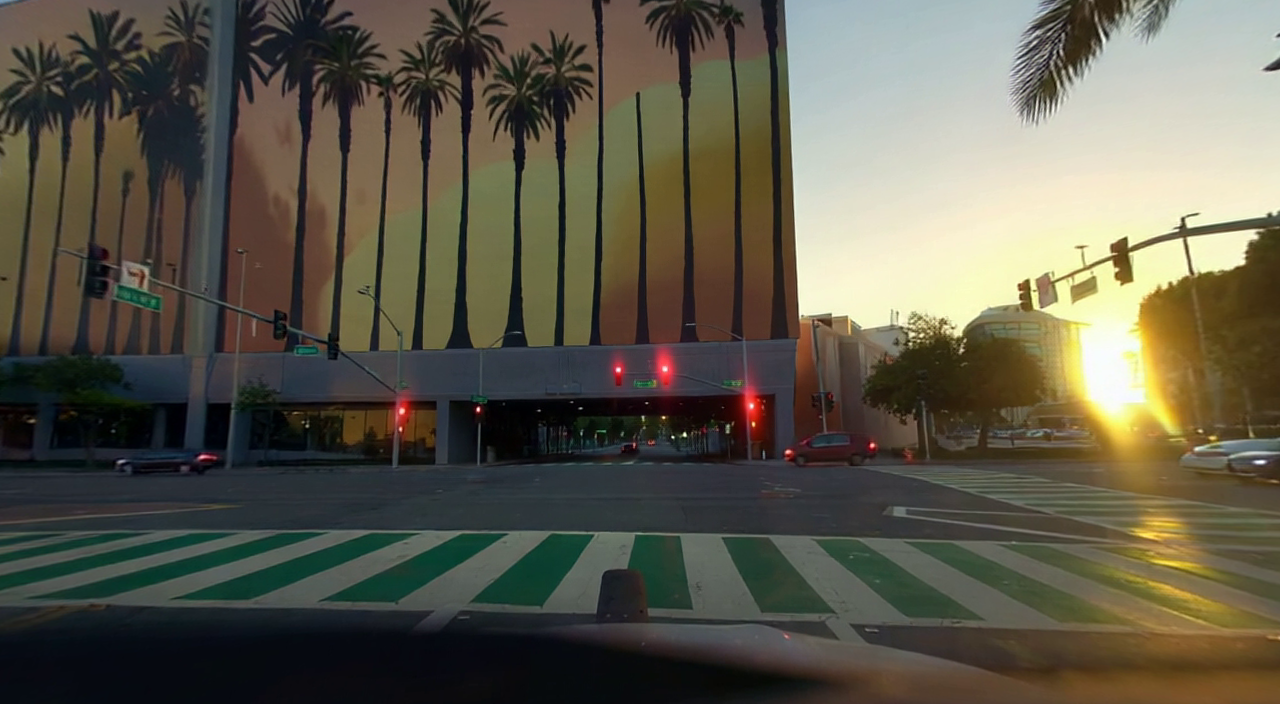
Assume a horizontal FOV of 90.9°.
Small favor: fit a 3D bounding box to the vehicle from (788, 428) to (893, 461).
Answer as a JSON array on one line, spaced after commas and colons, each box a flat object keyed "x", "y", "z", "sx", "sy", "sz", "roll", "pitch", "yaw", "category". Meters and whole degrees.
[{"x": 11.720, "y": 5.474, "z": 37.171, "sx": 5.477, "sy": 1.880, "sz": 2.125, "roll": 0, "pitch": -8, "yaw": 1, "category": "vehicle"}]

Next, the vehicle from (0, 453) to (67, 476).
[{"x": -41.619, "y": 7.613, "z": 42.782, "sx": 3.698, "sy": 1.508, "sz": 1.779, "roll": 0, "pitch": -8, "yaw": 1, "category": "vehicle"}]

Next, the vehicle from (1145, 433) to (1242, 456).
[{"x": 36.161, "y": 6.033, "z": 41.242, "sx": 4.606, "sy": 1.449, "sz": 1.687, "roll": 0, "pitch": -8, "yaw": 2, "category": "vehicle"}]

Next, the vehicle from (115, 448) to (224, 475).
[{"x": -27.500, "y": 6.399, "z": 36.944, "sx": 4.893, "sy": 1.458, "sz": 1.791, "roll": 0, "pitch": -8, "yaw": -2, "category": "vehicle"}]
